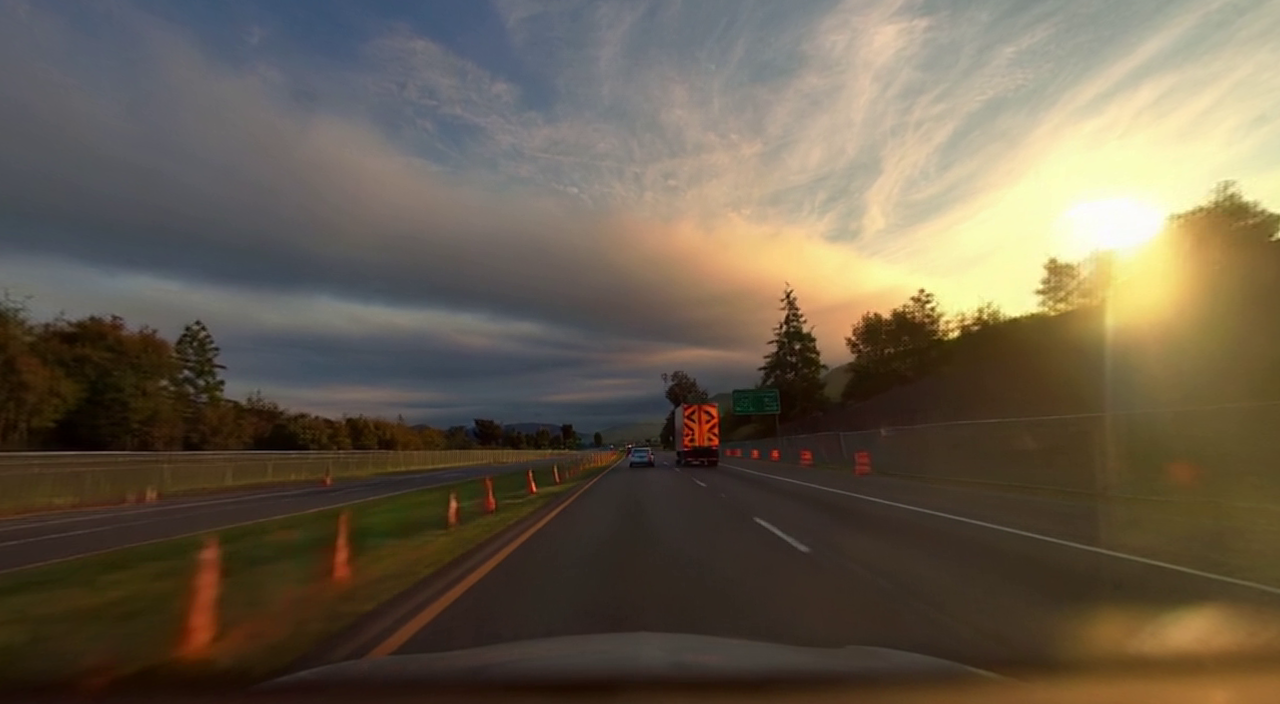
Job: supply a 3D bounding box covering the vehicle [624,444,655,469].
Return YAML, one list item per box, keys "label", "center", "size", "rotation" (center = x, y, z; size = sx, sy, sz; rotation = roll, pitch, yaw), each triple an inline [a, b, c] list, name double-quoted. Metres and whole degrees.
- label: "vehicle"
  center: [-0.049, 7.156, 43.318]
  size: [2.065, 1.573, 3.734]
  rotation: [0, -9, 0]

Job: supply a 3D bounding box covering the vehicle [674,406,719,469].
- label: "vehicle"
  center: [4.051, 6.306, 46.353]
  size: [2.704, 4.310, 5.716]
  rotation: [0, -9, 0]
